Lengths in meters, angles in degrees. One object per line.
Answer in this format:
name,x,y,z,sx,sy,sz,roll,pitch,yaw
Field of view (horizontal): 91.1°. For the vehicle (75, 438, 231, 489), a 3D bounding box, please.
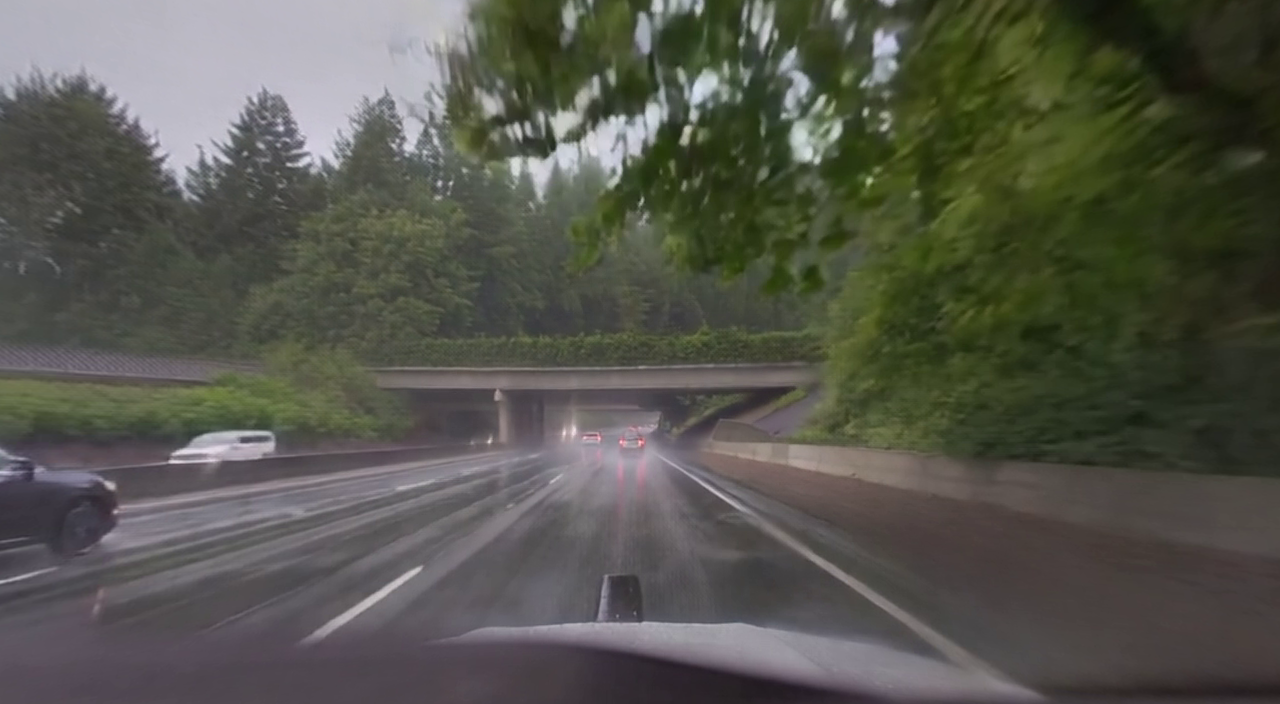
vehicle,-16.760,3.815,21.971,2.120,1.557,4.187,0,-8,-1
